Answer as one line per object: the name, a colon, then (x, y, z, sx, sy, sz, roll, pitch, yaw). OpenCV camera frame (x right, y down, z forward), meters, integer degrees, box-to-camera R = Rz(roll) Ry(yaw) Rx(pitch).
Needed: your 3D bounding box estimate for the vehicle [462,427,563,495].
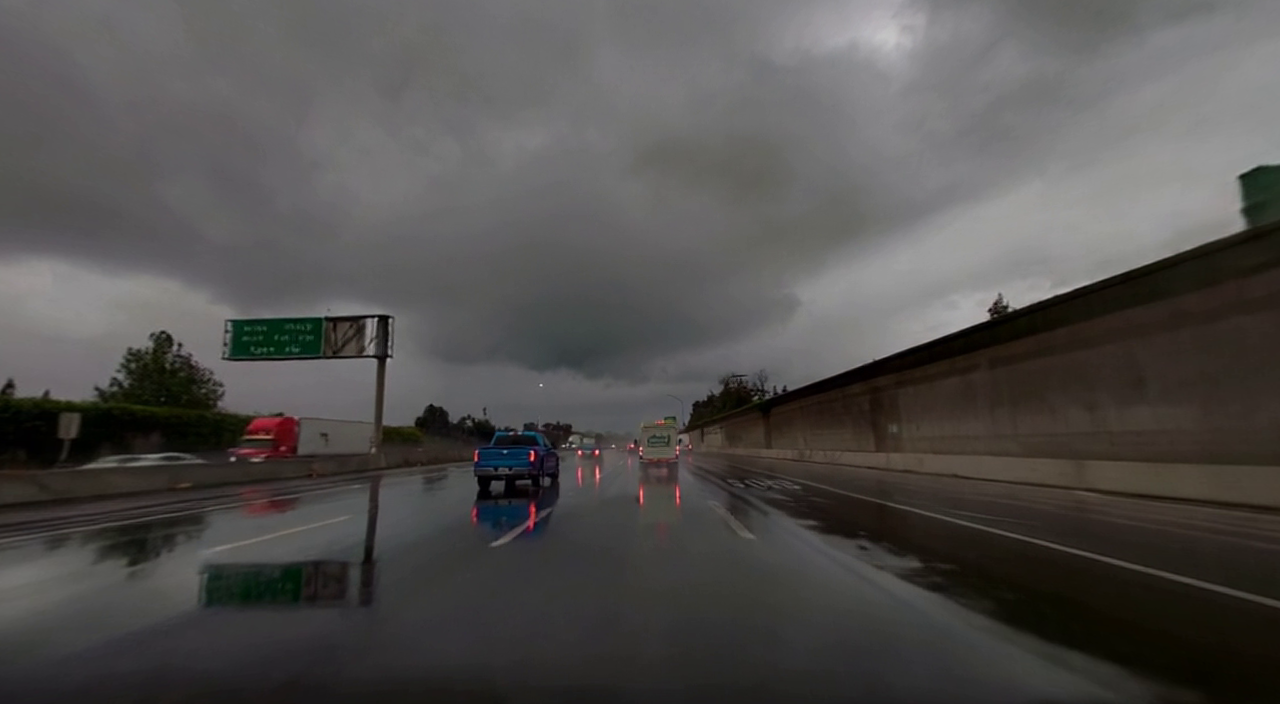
vehicle: (-3.691, 3.273, 19.320, 1.954, 1.792, 5.187, 0, -9, 1)

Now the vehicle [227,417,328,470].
vehicle: (-28.180, 7.224, 49.632, 3.011, 3.821, 8.088, 0, -8, 0)

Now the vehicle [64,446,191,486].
vehicle: (-21.320, 4.725, 26.490, 1.848, 1.483, 4.149, 0, -9, 0)

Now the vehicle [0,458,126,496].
vehicle: (-24.538, 5.271, 26.896, 1.840, 1.373, 3.920, 0, -9, 2)

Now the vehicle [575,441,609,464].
vehicle: (-3.388, 7.180, 45.212, 1.961, 1.591, 4.756, 0, -9, 1)

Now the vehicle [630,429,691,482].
vehicle: (0.748, 3.930, 24.166, 2.083, 1.792, 4.782, 0, -9, 1)
